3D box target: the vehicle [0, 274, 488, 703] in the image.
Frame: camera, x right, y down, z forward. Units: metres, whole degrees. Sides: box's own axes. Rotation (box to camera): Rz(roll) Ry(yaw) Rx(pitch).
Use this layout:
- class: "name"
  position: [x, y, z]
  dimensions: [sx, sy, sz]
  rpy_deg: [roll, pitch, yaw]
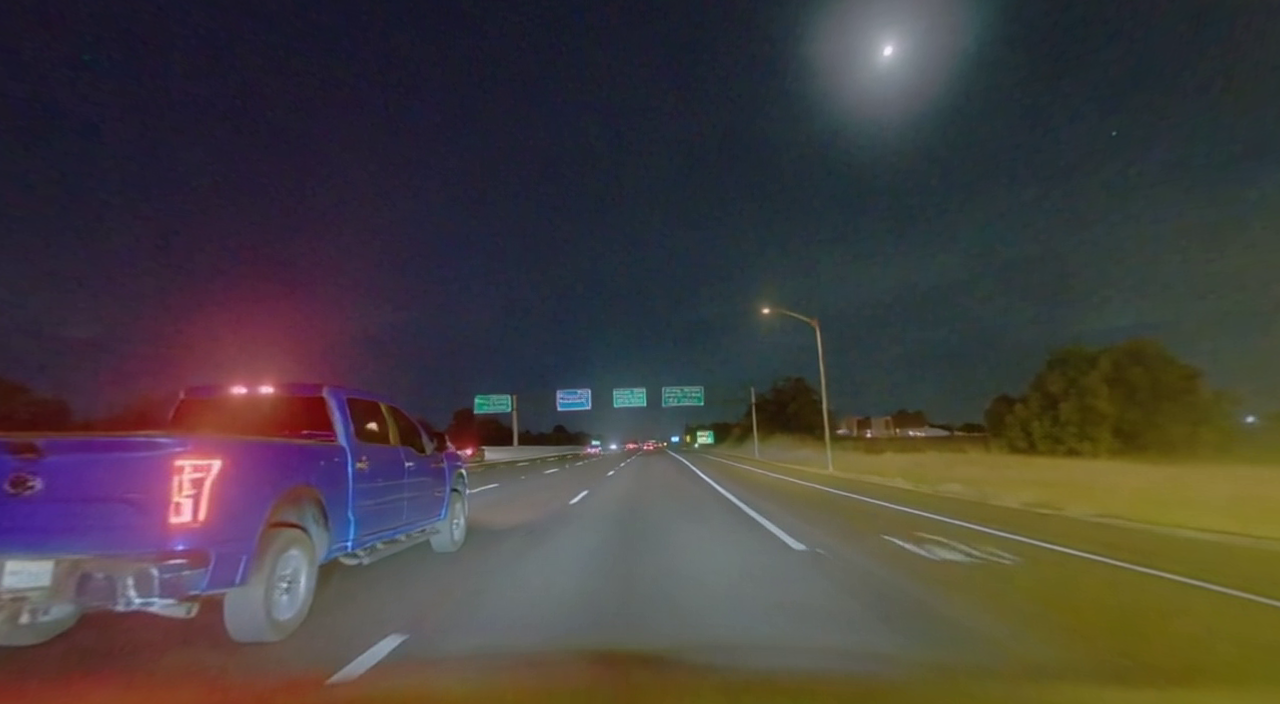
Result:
- class: "vehicle"
  position: [-3.526, 1.115, 5.843]
  dimensions: [2.601, 2.084, 6.068]
  rpy_deg: [0, -8, 1]
